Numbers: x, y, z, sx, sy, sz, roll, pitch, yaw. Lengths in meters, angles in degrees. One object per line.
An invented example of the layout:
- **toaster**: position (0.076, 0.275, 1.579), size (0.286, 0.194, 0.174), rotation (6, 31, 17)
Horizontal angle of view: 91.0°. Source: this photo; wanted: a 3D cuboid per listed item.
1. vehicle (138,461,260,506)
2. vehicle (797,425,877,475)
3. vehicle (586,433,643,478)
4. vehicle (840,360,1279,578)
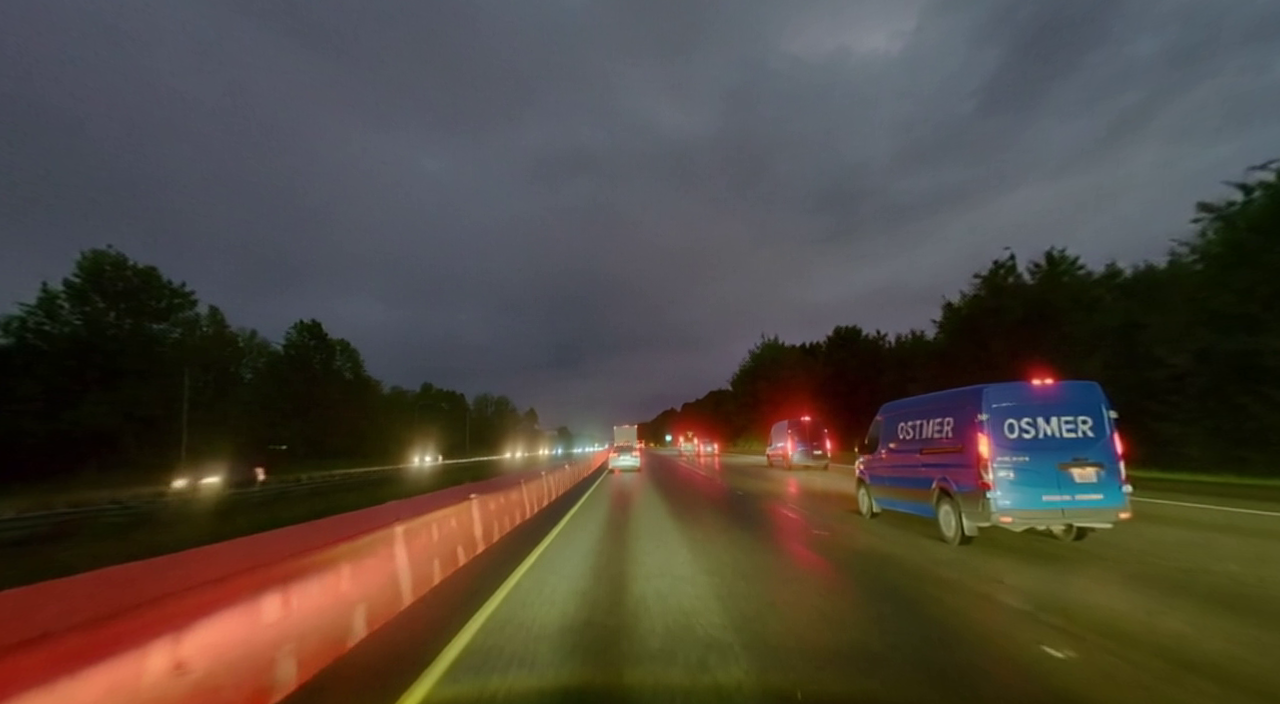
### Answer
- **vehicle**: position (-17.857, 5.320, 25.780), size (1.804, 1.491, 4.444), rotation (0, -8, -1)
- **vehicle**: position (8.235, 4.112, 26.644), size (2.255, 1.960, 3.229), rotation (0, -8, -1)
- **vehicle**: position (-1.013, 4.120, 25.378), size (2.100, 1.636, 3.620), rotation (0, -8, -2)
- **vehicle**: position (4.748, 1.426, 8.467), size (2.223, 2.008, 5.121), rotation (0, -8, -2)
